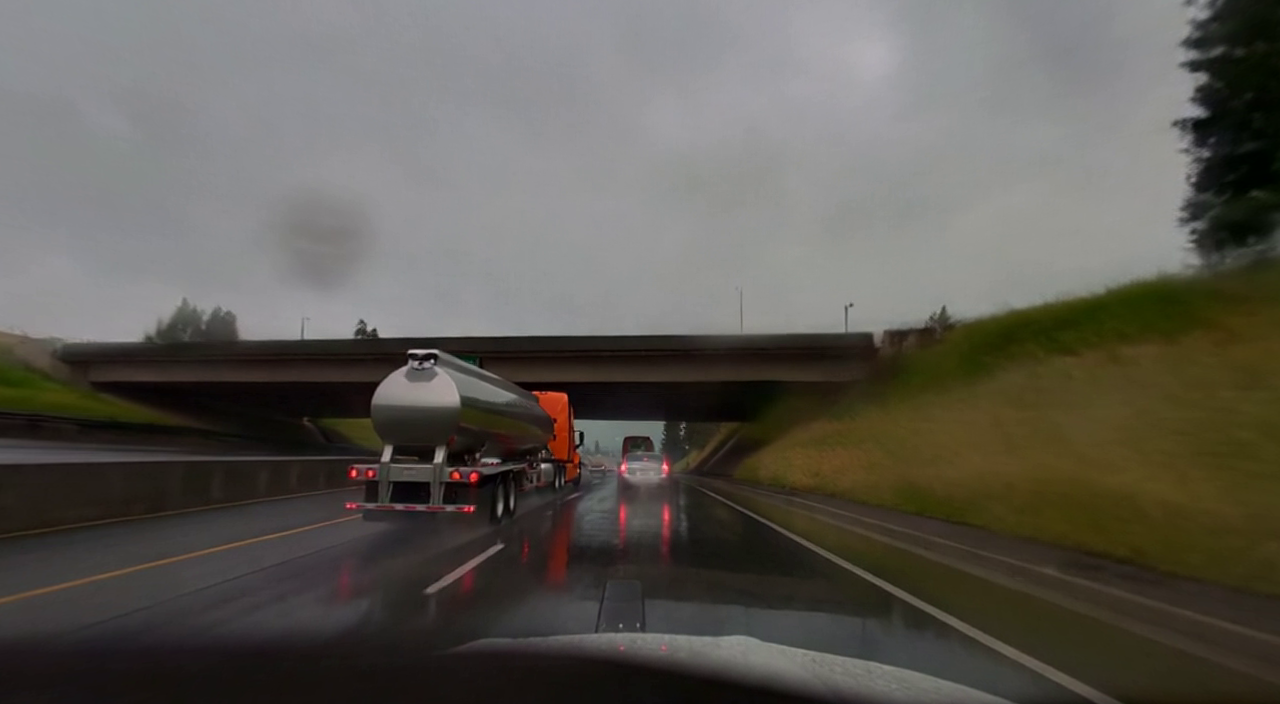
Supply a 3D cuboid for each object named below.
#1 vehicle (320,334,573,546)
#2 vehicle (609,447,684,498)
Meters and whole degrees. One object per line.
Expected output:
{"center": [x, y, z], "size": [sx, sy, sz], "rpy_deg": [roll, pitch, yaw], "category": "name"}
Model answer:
{"center": [-4.014, 2.548, 18.016], "size": [2.896, 3.563, 14.643], "rpy_deg": [0, -9, -1], "category": "vehicle"}
{"center": [0.158, 3.901, 20.888], "size": [2.215, 1.481, 4.246], "rpy_deg": [0, -9, -1], "category": "vehicle"}
